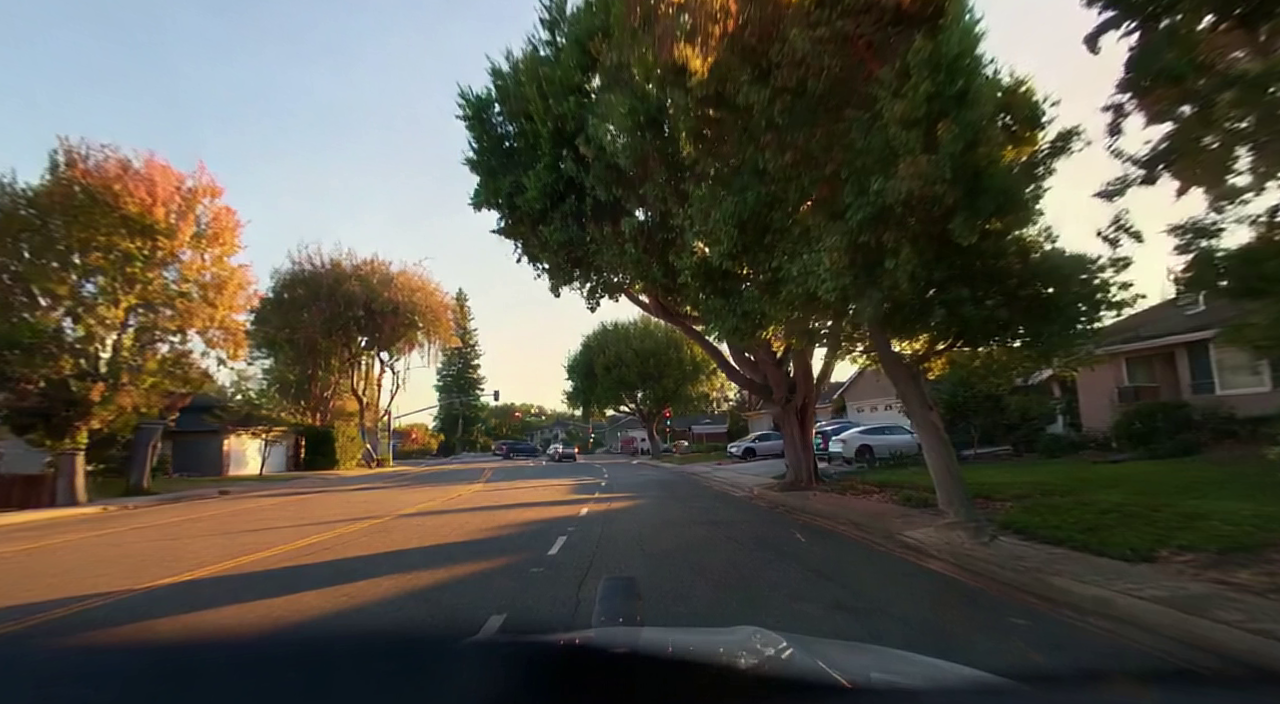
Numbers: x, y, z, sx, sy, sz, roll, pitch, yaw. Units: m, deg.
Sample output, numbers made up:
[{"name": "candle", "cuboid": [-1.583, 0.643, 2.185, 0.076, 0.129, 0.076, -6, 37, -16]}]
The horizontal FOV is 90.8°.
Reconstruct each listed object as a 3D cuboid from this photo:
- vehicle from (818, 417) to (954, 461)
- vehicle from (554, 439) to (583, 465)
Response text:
[{"name": "vehicle", "cuboid": [9.724, 3.482, 25.234, 4.590, 1.648, 1.876, 0, -9, -3]}, {"name": "vehicle", "cuboid": [-5.503, 7.566, 47.897, 2.041, 1.834, 4.679, 1, -9, -8]}]
